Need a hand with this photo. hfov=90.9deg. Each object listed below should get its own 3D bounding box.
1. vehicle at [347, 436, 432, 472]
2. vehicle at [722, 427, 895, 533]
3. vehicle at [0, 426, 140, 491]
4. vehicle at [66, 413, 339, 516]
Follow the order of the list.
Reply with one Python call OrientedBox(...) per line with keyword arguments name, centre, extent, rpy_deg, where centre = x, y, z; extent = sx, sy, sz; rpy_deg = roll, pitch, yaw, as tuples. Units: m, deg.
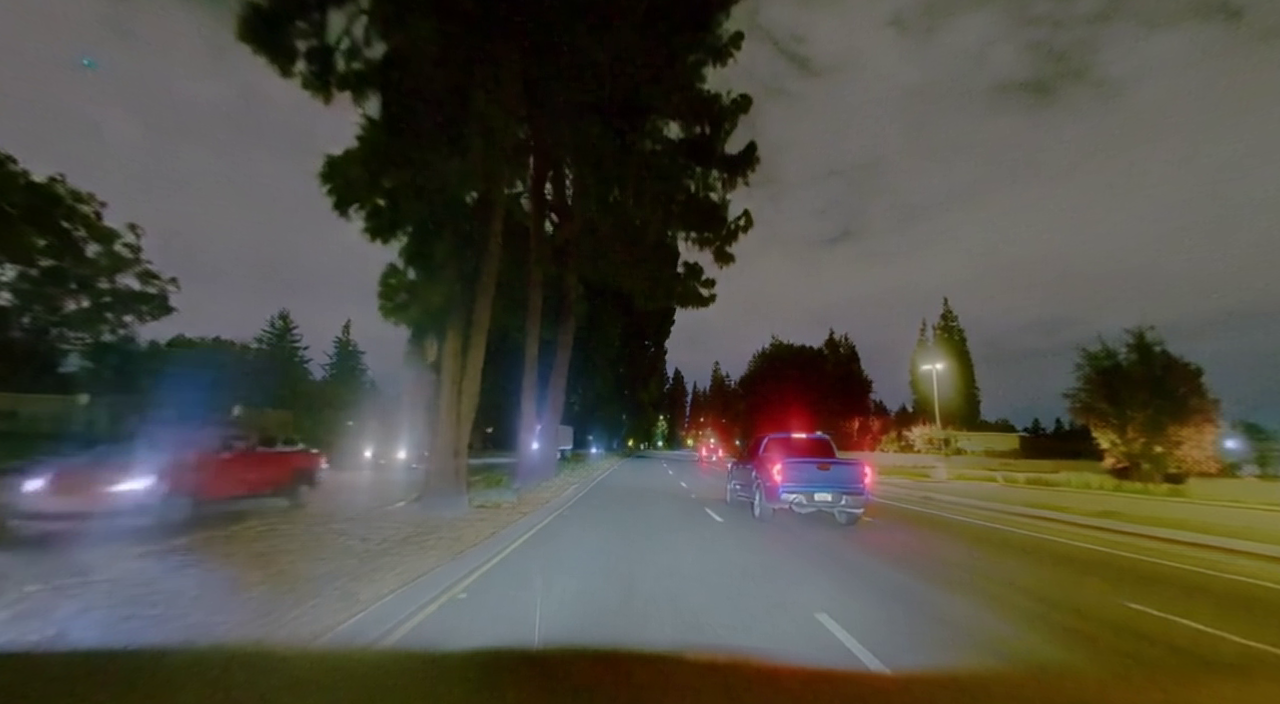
OrientedBox(name="vehicle", centre=(-10.959, 4.476, 27.989), extent=(1.892, 1.471, 4.532), rpy_deg=(0, -8, 0))
OrientedBox(name="vehicle", centre=(3.050, 2.436, 12.635), extent=(2.108, 1.712, 4.616), rpy_deg=(0, -8, -1))
OrientedBox(name="vehicle", centre=(-15.534, 2.679, 16.015), extent=(1.870, 1.472, 4.410), rpy_deg=(0, -8, 3))
OrientedBox(name="vehicle", centre=(-8.099, 2.143, 12.410), extent=(2.121, 1.639, 4.525), rpy_deg=(0, -8, 0))
